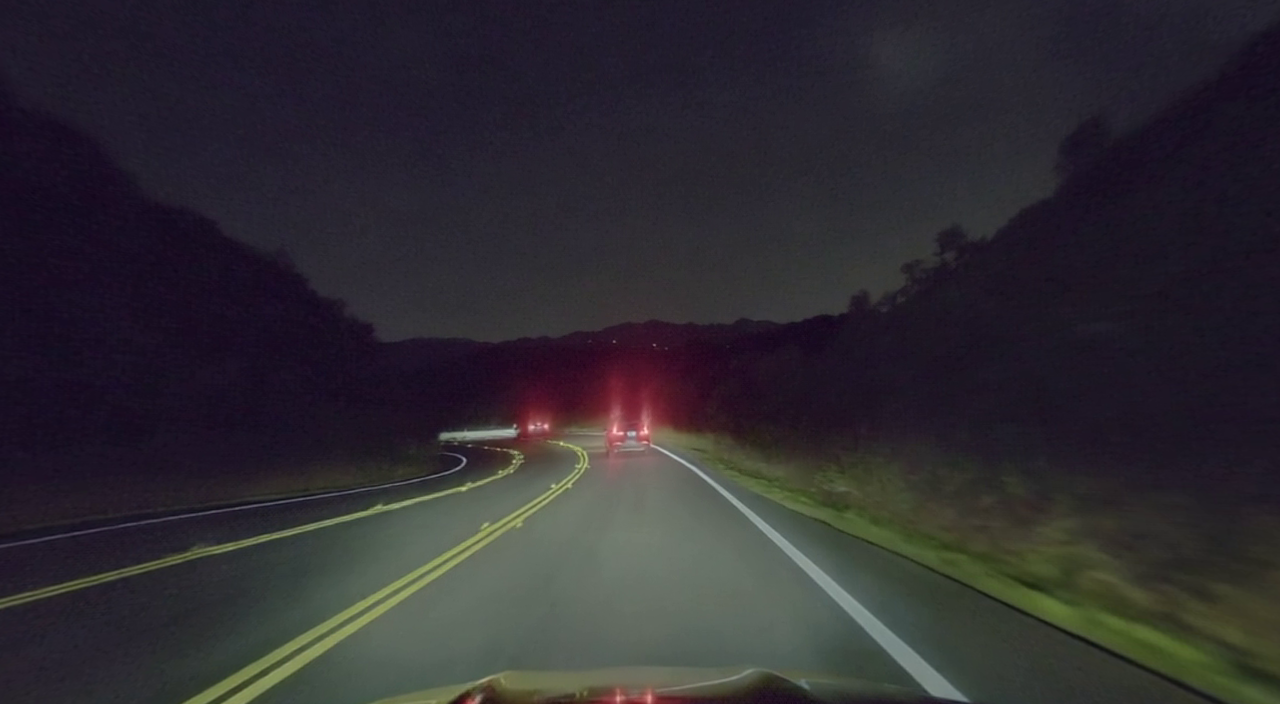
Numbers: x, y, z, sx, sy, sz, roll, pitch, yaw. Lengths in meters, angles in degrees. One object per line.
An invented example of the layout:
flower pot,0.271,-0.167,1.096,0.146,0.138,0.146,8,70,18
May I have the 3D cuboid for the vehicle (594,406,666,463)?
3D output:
vehicle,-0.567,3.434,26.159,2.500,1.961,5.637,-3,-8,-5
